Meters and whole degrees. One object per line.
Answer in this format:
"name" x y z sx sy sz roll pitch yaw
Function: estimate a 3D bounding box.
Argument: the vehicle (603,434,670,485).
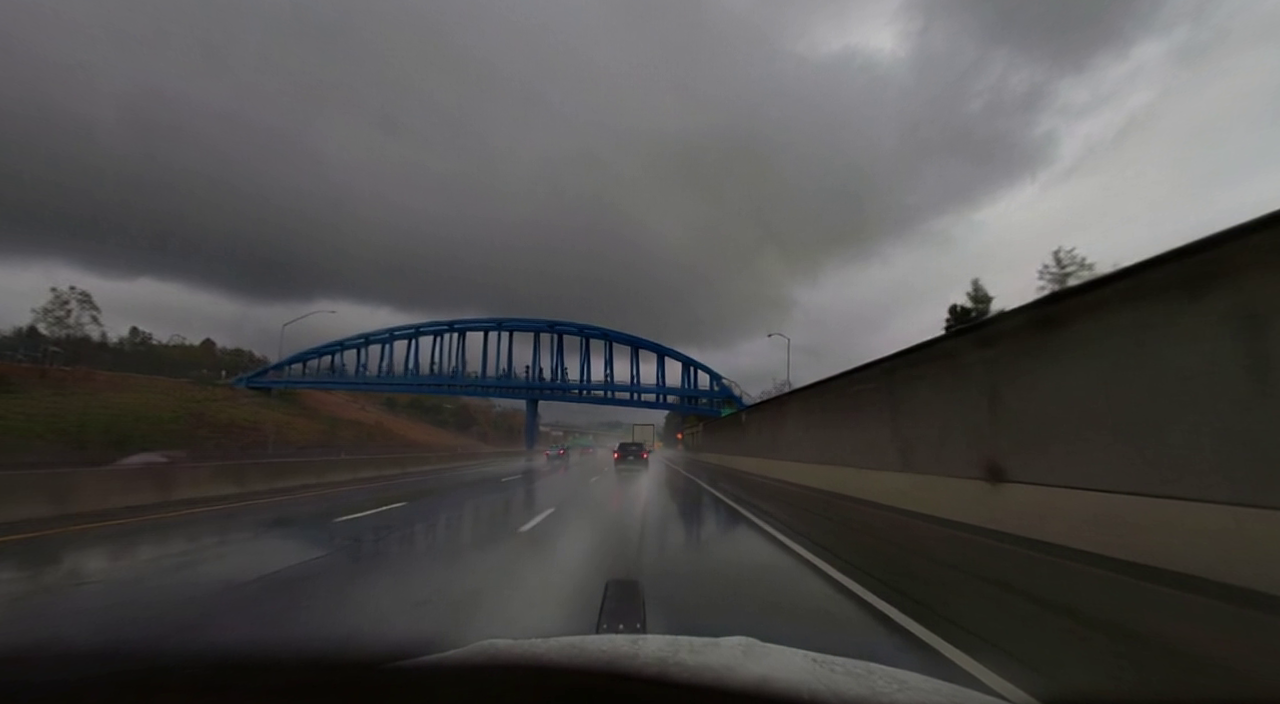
"vehicle" -0.085 4.073 24.067 2.299 1.716 4.579 -1 -9 1
